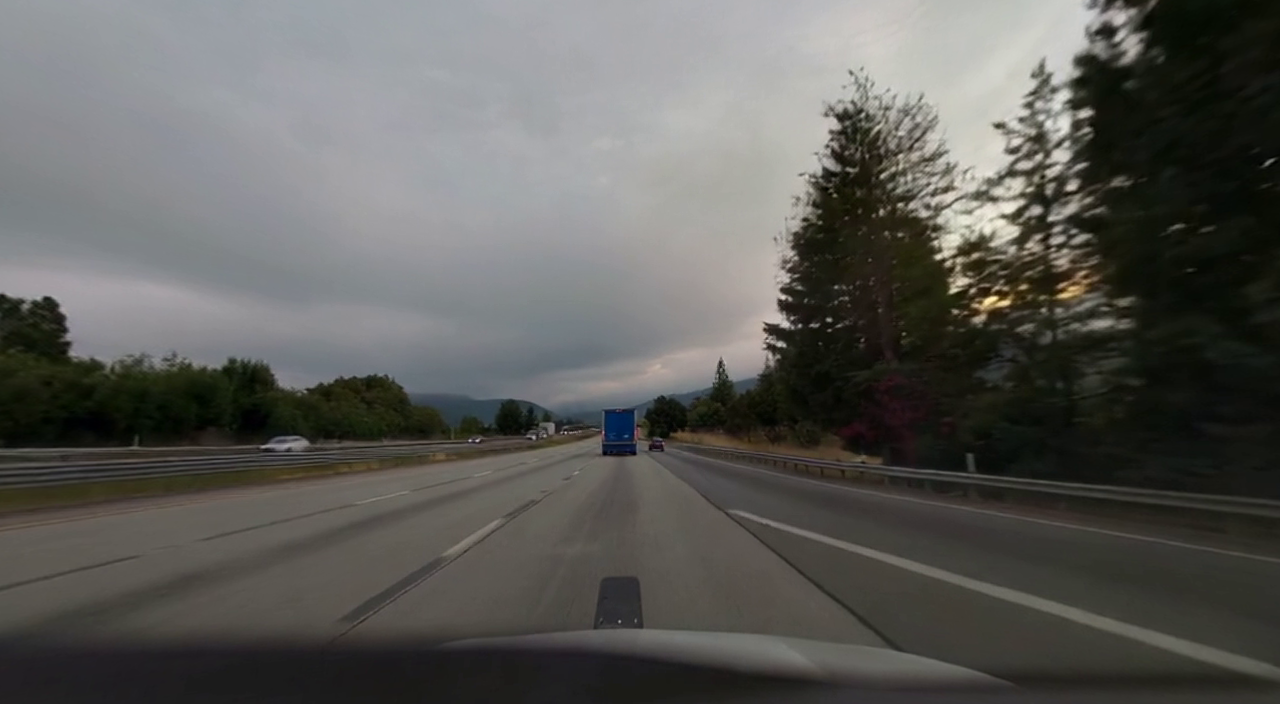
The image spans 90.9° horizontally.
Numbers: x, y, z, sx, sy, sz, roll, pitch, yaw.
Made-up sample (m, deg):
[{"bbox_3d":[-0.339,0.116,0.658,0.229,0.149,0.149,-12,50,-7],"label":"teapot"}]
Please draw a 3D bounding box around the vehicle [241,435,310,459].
[{"bbox_3d":[-23.858,6.216,41.449,1.813,1.473,4.499,0,-8,0],"label":"vehicle"}]
